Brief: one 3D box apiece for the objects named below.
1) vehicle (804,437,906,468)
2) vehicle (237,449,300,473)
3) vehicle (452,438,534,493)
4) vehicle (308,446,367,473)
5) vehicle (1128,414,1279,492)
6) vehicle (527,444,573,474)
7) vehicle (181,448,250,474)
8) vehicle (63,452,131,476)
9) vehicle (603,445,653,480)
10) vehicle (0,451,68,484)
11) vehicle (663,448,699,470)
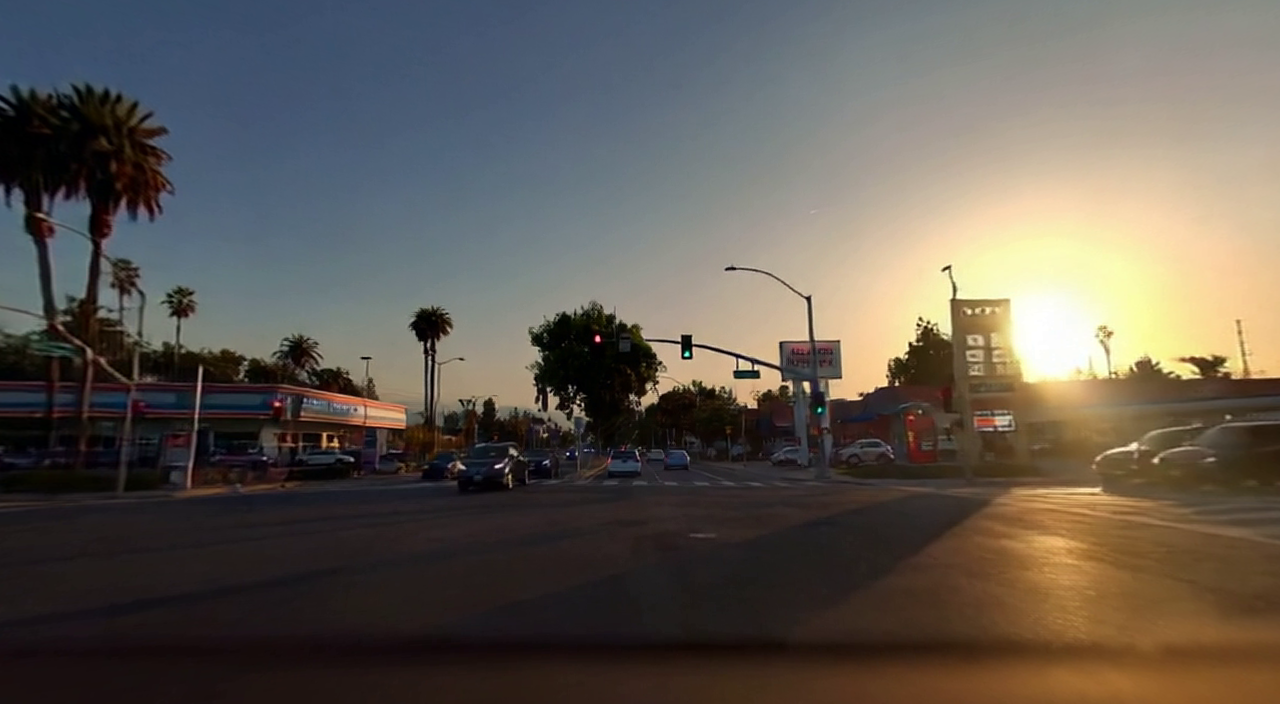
[{"bbox_3d":[13.665,6.406,40.440,5.718,1.911,2.088,0,-9,-2],"label":"vehicle"},{"bbox_3d":[-27.277,8.017,46.618,1.969,1.627,4.508,0,-9,-2],"label":"vehicle"},{"bbox_3d":[-5.259,4.068,23.257,2.032,1.747,4.479,-2,-8,-1],"label":"vehicle"},{"bbox_3d":[-22.020,7.835,46.302,2.061,1.816,4.979,0,-9,-3],"label":"vehicle"},{"bbox_3d":[17.107,2.774,17.555,5.173,1.976,2.223,0,-9,0],"label":"vehicle"},{"bbox_3d":[-5.326,6.397,38.031,2.060,1.643,4.359,0,-9,1],"label":"vehicle"},{"bbox_3d":[-31.093,7.989,46.539,2.009,1.790,4.501,0,-9,-2],"label":"vehicle"},{"bbox_3d":[-40.325,8.284,47.113,1.791,1.696,3.791,0,-9,-3],"label":"vehicle"},{"bbox_3d":[-0.569,5.124,29.686,2.160,1.508,4.319,0,-9,-1],"label":"vehicle"},{"bbox_3d":[-33.838,6.179,33.966,1.913,1.638,4.553,0,-9,0],"label":"vehicle"},{"bbox_3d":[2.766,7.348,43.666,2.060,1.471,4.168,0,-9,-2],"label":"vehicle"}]
